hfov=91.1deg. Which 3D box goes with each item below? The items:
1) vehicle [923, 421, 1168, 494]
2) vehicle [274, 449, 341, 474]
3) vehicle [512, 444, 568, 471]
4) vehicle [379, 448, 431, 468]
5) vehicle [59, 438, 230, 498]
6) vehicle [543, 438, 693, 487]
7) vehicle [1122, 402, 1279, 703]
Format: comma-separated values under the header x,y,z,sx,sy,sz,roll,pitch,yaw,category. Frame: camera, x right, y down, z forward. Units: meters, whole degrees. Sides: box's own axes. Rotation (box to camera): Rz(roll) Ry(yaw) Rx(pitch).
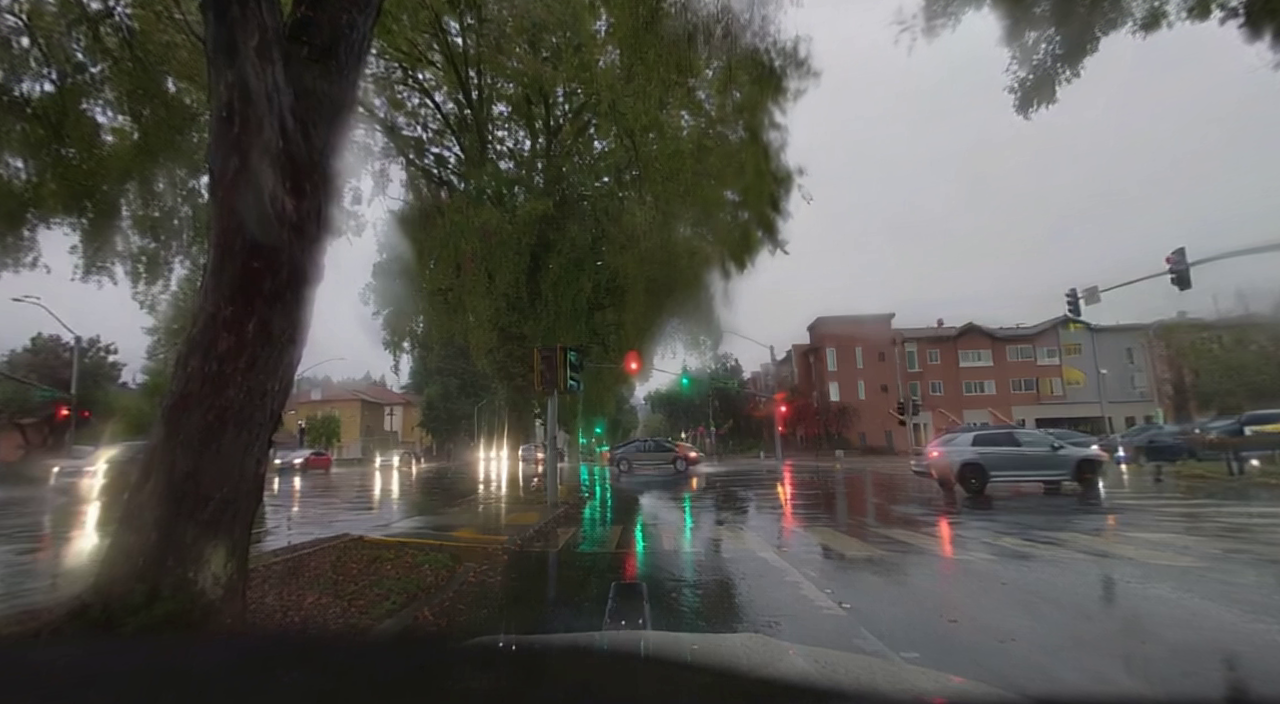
x,y,z,sx,sy,sz,roll,pitch,yaw,category
10.068,2.661,16.025,4.759,1.670,1.972,-1,-9,9,vehicle
-21.781,7.175,41.343,1.853,1.456,4.531,0,-8,0,vehicle
-6.010,6.202,37.214,2.006,1.515,5.017,4,-9,-24,vehicle
-18.516,8.358,49.761,2.203,1.471,4.723,0,-8,1,vehicle
-15.651,3.646,20.214,1.944,1.683,4.343,0,-8,-1,vehicle
-0.794,3.656,21.103,4.719,1.449,2.026,-6,-10,34,vehicle
3.093,0.656,0.425,1.990,1.454,4.490,0,-8,1,vehicle
